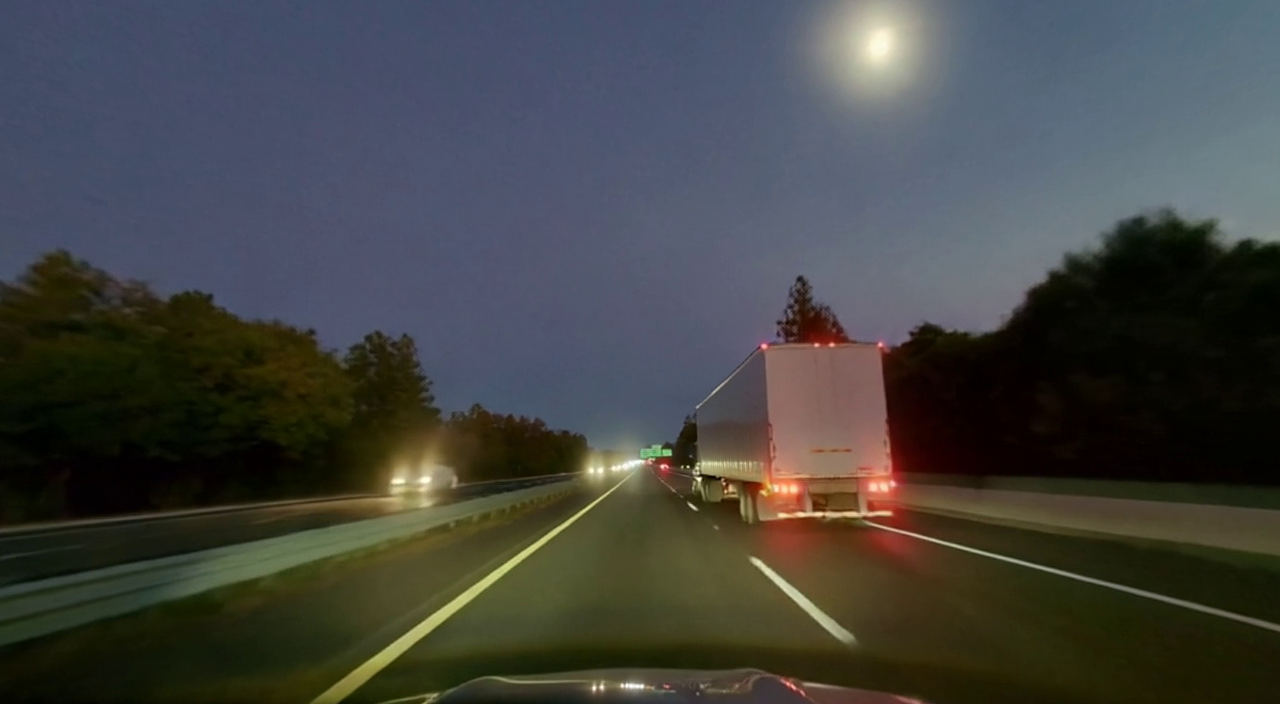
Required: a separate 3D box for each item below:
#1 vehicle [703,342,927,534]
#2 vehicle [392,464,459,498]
[{"bbox_3d":[4.390,3.022,20.200,3.204,4.102,13.306,0,-11,-1],"label":"vehicle"},{"bbox_3d":[-11.343,6.855,33.693,1.917,1.639,4.598,0,-10,1],"label":"vehicle"}]
